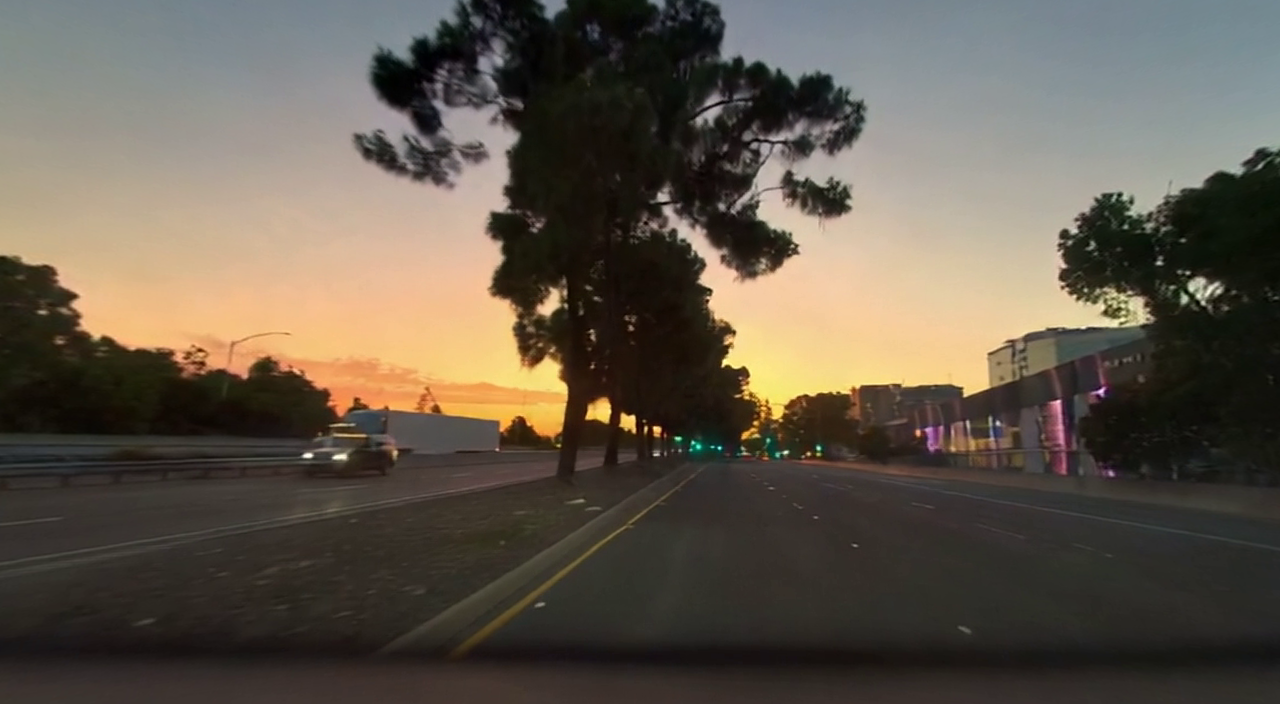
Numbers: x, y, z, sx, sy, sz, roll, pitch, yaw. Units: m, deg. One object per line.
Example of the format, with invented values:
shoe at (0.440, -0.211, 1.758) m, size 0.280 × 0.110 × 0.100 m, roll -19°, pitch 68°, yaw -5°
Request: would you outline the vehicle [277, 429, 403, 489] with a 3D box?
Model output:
vehicle at (-9.711, 3.493, 20.838) m, size 1.932 × 1.781 × 3.906 m, roll -1°, pitch -9°, yaw 5°
